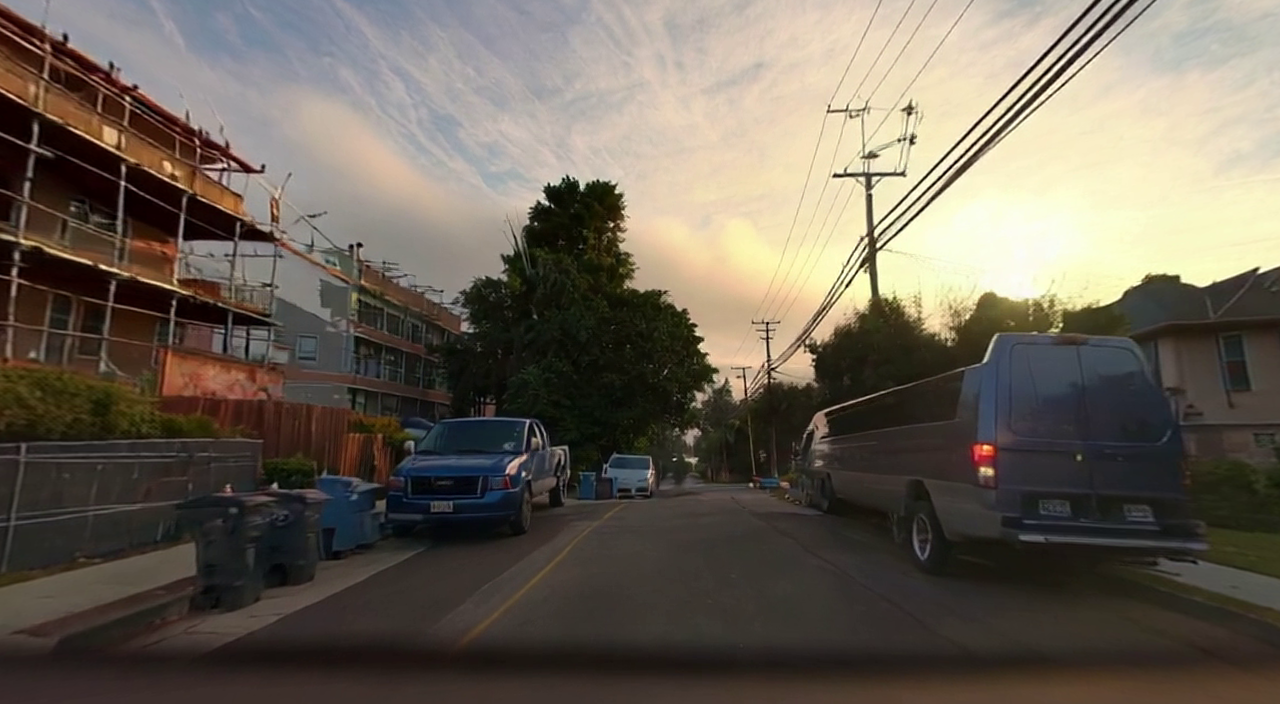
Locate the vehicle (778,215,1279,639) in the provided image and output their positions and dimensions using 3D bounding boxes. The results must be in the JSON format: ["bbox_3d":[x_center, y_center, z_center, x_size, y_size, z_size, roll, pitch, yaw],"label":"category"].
[{"bbox_3d":[4.587,1.328,10.670,2.915,3.793,9.963,-1,-8,4],"label":"vehicle"}]

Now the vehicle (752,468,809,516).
[{"bbox_3d":[6.755,6.764,30.823,2.124,1.573,4.471,0,-3,5],"label":"vehicle"}]

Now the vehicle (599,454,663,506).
[{"bbox_3d":[-0.247,5.422,27.148,2.257,1.916,5.089,-1,-9,5],"label":"vehicle"}]

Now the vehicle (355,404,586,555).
[{"bbox_3d":[-2.458,1.876,10.667,2.171,1.910,4.789,-2,-4,6],"label":"vehicle"}]
